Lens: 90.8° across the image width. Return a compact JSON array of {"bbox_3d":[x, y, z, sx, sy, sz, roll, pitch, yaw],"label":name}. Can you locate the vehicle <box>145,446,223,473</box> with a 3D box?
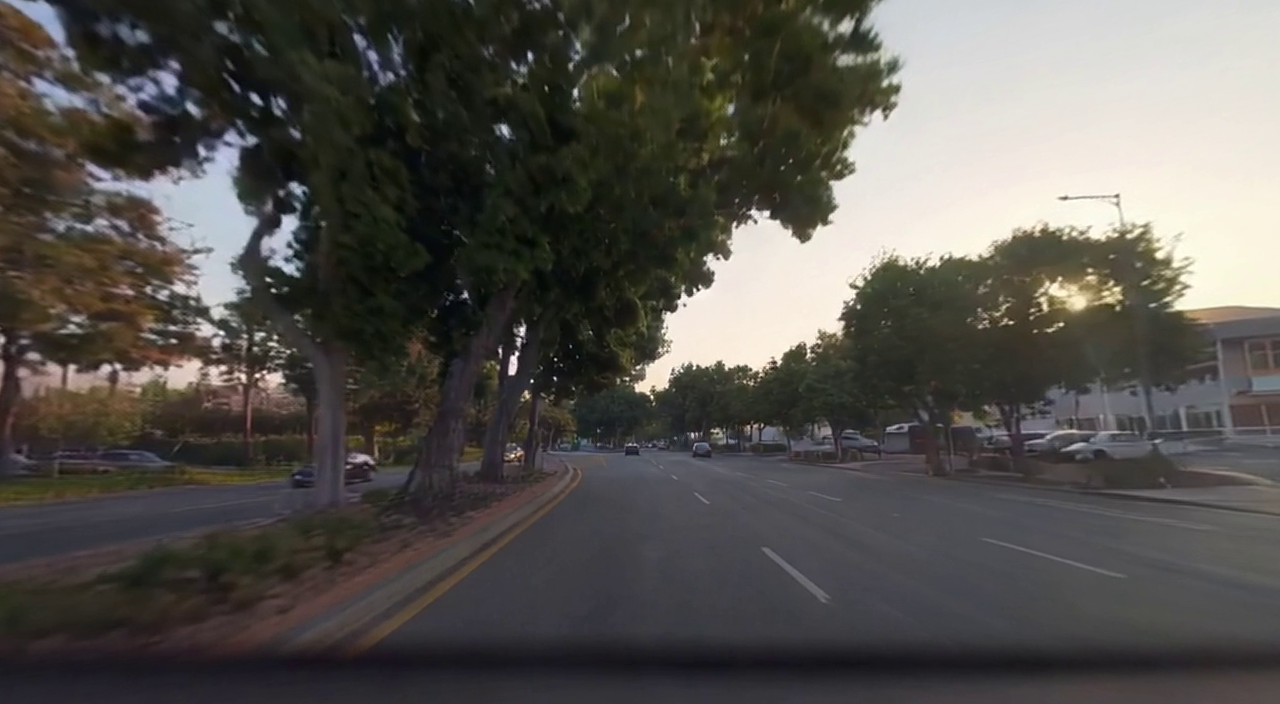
[{"bbox_3d":[-27.764,6.545,38.646,1.811,1.482,3.982,0,-8,-1],"label":"vehicle"}]

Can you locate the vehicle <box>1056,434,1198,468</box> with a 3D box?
[{"bbox_3d":[22.363,4.556,29.159,4.724,1.471,2.203,0,-8,-2],"label":"vehicle"}]

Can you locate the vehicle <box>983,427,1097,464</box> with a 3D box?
[{"bbox_3d":[22.681,5.311,35.986,4.824,1.976,2.281,-1,-8,2],"label":"vehicle"}]

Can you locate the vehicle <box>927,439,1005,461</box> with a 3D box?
[{"bbox_3d":[22.402,6.743,43.531,4.389,1.429,1.804,0,-8,-1],"label":"vehicle"}]

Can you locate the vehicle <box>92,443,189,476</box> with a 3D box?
[{"bbox_3d":[-30.271,6.494,38.514,2.037,1.724,4.785,-3,-8,-1],"label":"vehicle"}]

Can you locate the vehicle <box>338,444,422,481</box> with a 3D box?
[{"bbox_3d":[-11.763,4.992,28.940,1.937,1.508,4.650,0,-8,-1],"label":"vehicle"}]

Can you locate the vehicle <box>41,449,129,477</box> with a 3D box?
[{"bbox_3d":[-33.182,6.625,37.937,1.864,1.489,3.832,0,-8,-3],"label":"vehicle"}]
